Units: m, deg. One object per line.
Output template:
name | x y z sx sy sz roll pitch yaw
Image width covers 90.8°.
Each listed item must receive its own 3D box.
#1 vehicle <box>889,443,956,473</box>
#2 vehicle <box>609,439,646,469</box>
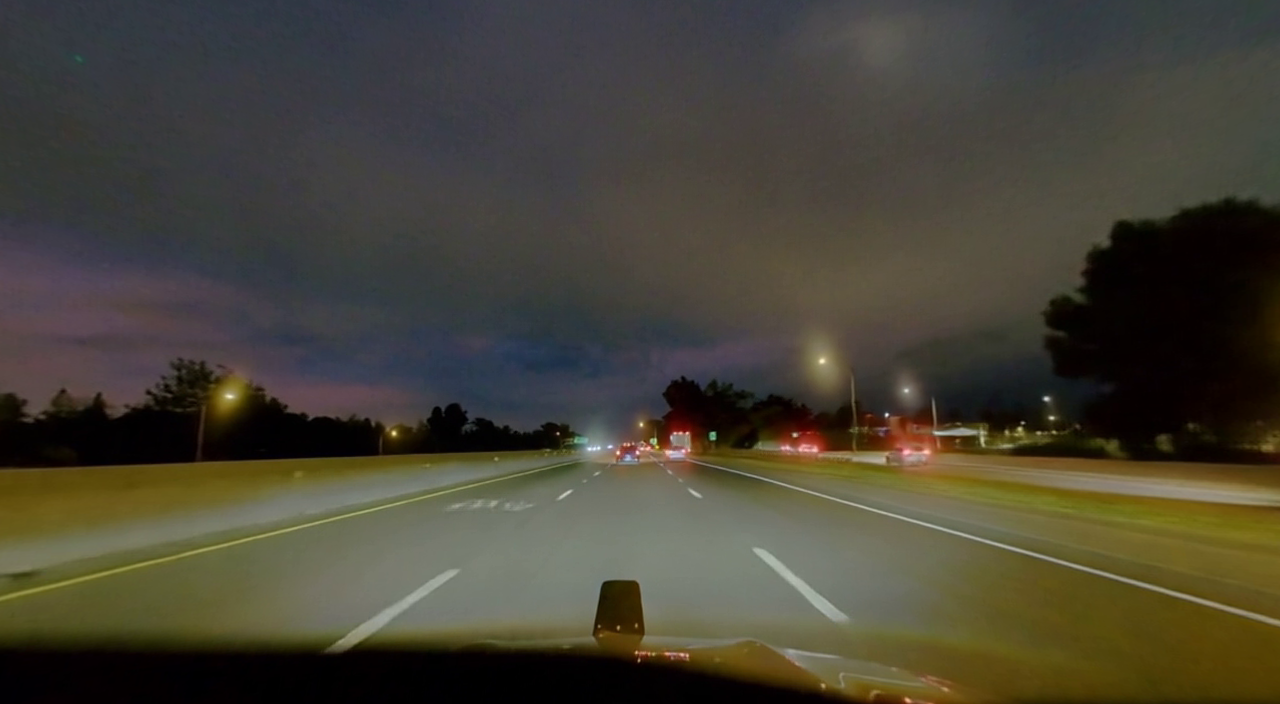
vehicle | 15.601 5.860 35.098 1.867 1.563 4.436 -1 -9 3
vehicle | -0.748 6.213 38.720 2.121 1.739 4.087 0 -9 0
